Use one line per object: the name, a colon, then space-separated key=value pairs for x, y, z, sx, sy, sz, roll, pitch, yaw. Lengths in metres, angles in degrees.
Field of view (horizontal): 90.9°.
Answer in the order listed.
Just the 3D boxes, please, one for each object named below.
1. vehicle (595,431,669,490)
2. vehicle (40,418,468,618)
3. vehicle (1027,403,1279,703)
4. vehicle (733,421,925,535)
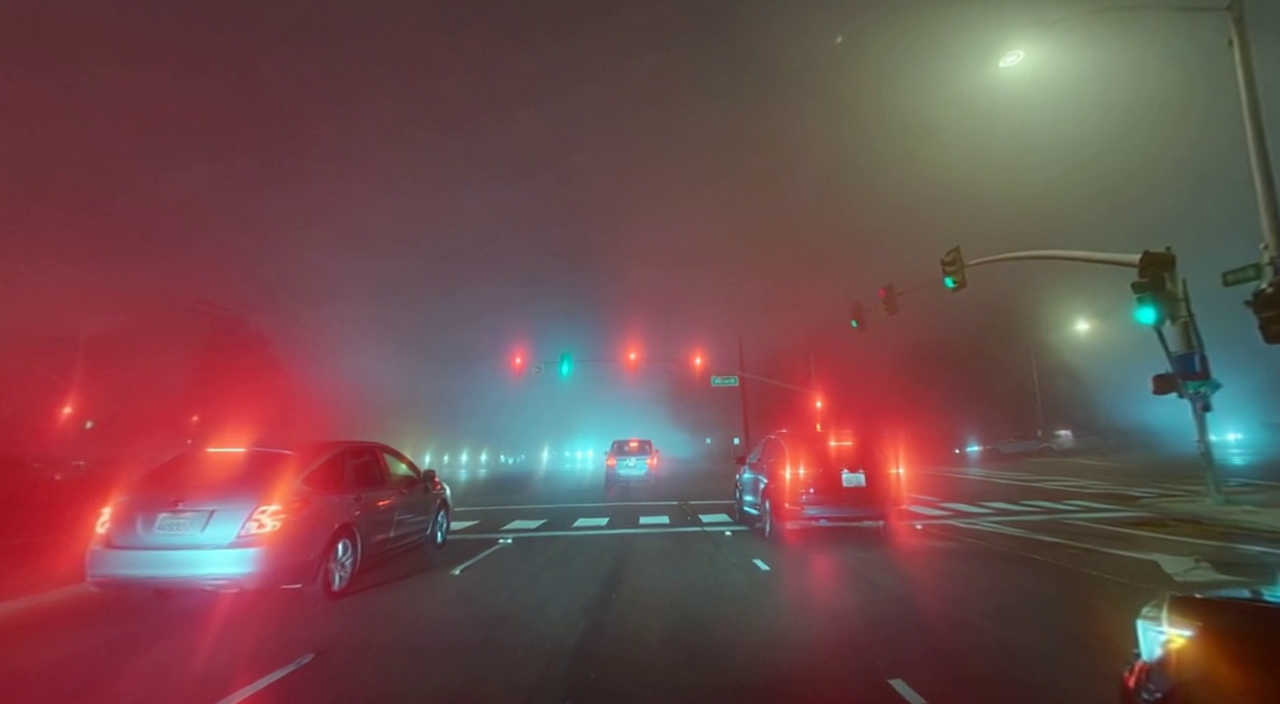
vehicle: x=-0.213 y=3.520 z=20.808 sx=2.215 sy=1.749 sz=3.976 roll=0 pitch=-8 yaw=1
vehicle: x=-3.527 y=1.582 z=7.019 sx=1.941 sy=1.492 sz=4.399 roll=0 pitch=-8 yaw=1
vehicle: x=3.168 y=0.790 z=1.318 sx=1.960 sy=1.460 sz=4.233 roll=0 pitch=-8 yaw=-1
vehicle: x=3.191 y=2.229 z=11.814 sx=2.097 sy=1.707 sz=4.461 roll=0 pitch=-8 yaw=-2
